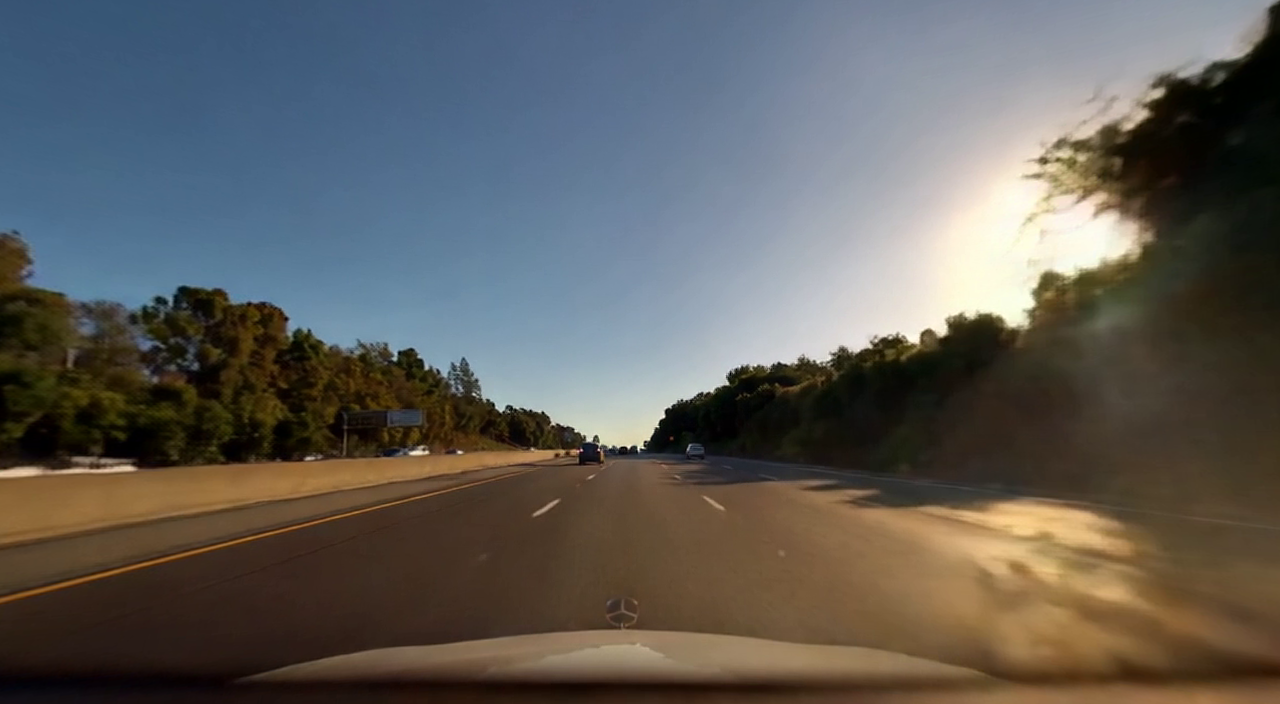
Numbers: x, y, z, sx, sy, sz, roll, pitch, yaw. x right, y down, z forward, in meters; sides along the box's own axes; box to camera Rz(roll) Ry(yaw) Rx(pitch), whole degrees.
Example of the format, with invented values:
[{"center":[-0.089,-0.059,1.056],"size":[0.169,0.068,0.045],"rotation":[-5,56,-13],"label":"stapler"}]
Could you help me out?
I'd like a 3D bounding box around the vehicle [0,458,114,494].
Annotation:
[{"center":[-28.424,5.947,30.599],"size":[1.879,1.475,4.688],"rotation":[0,-9,-1],"label":"vehicle"}]
